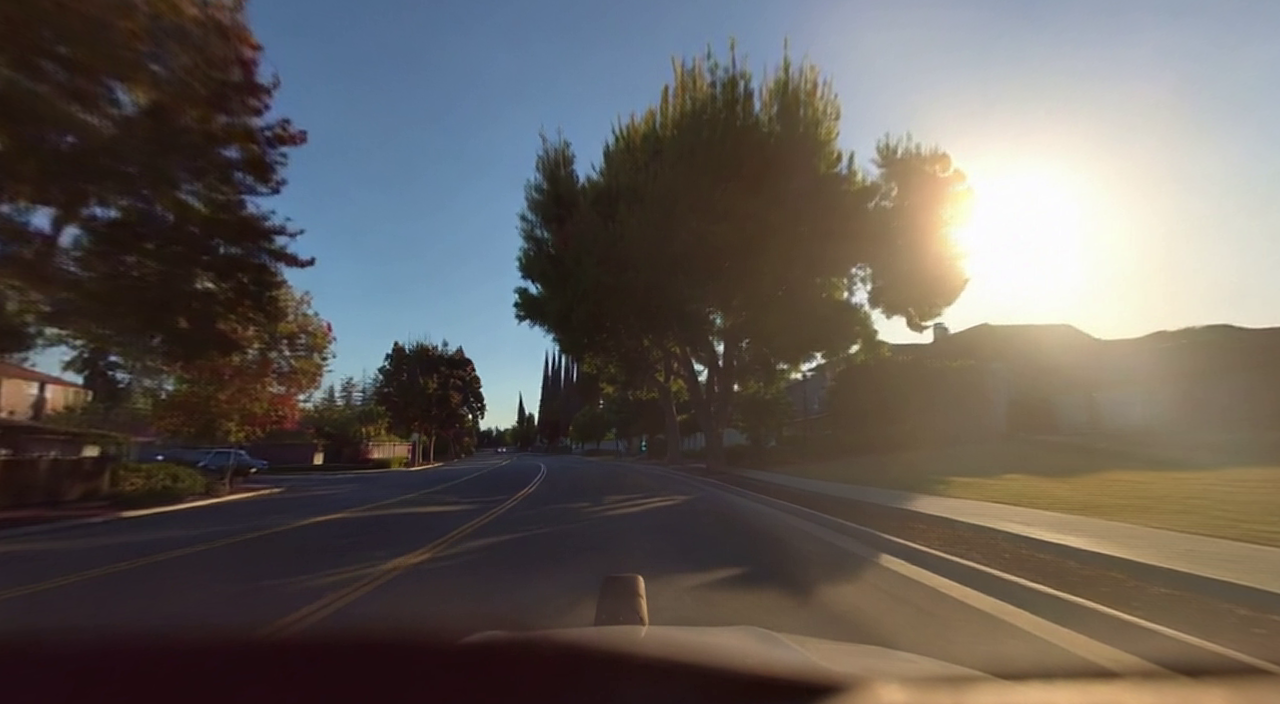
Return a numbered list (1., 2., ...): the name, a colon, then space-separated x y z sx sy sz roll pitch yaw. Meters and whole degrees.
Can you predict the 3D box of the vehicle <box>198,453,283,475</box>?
1. vehicle: -27.767 7.802 44.056 4.527 1.441 2.024 1 -8 -7
